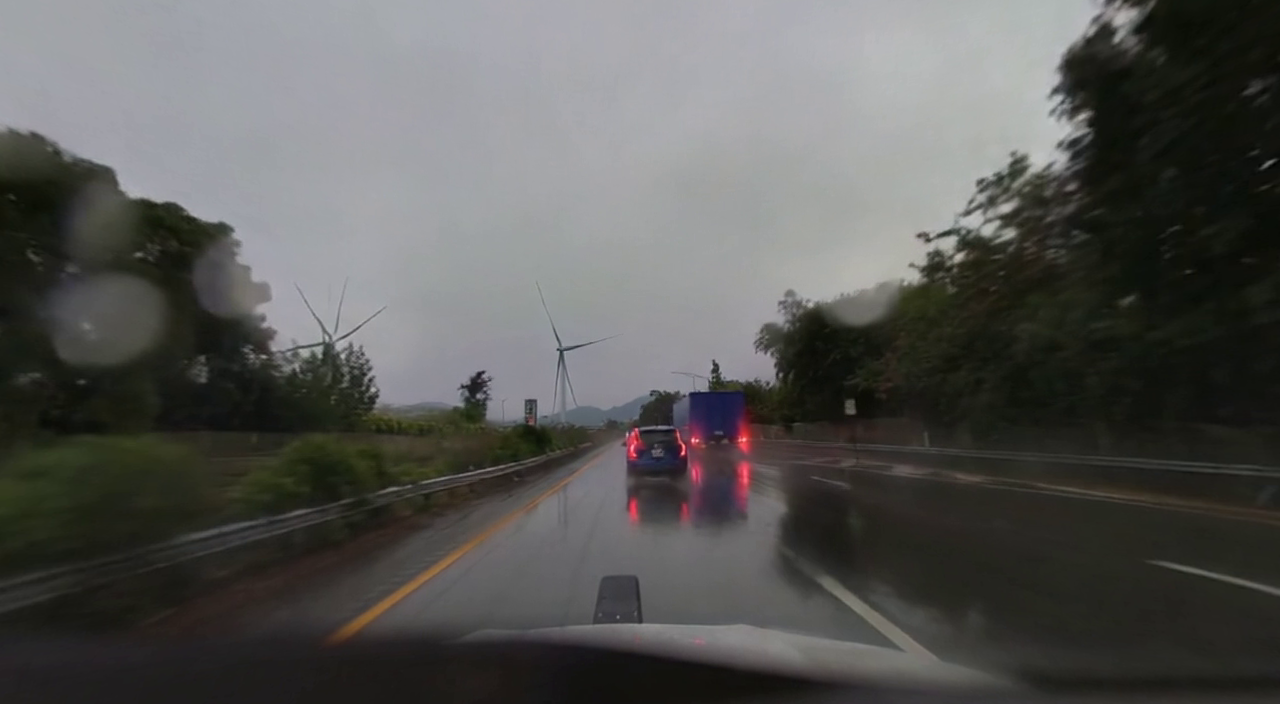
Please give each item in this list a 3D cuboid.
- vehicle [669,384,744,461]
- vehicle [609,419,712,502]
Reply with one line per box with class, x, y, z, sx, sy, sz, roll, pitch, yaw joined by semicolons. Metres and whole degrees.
vehicle;3.911;4.770;41.292;3.129;4.126;14.913;0;-8;-1
vehicle;0.320;2.445;14.664;2.038;1.624;4.312;0;-8;-2
